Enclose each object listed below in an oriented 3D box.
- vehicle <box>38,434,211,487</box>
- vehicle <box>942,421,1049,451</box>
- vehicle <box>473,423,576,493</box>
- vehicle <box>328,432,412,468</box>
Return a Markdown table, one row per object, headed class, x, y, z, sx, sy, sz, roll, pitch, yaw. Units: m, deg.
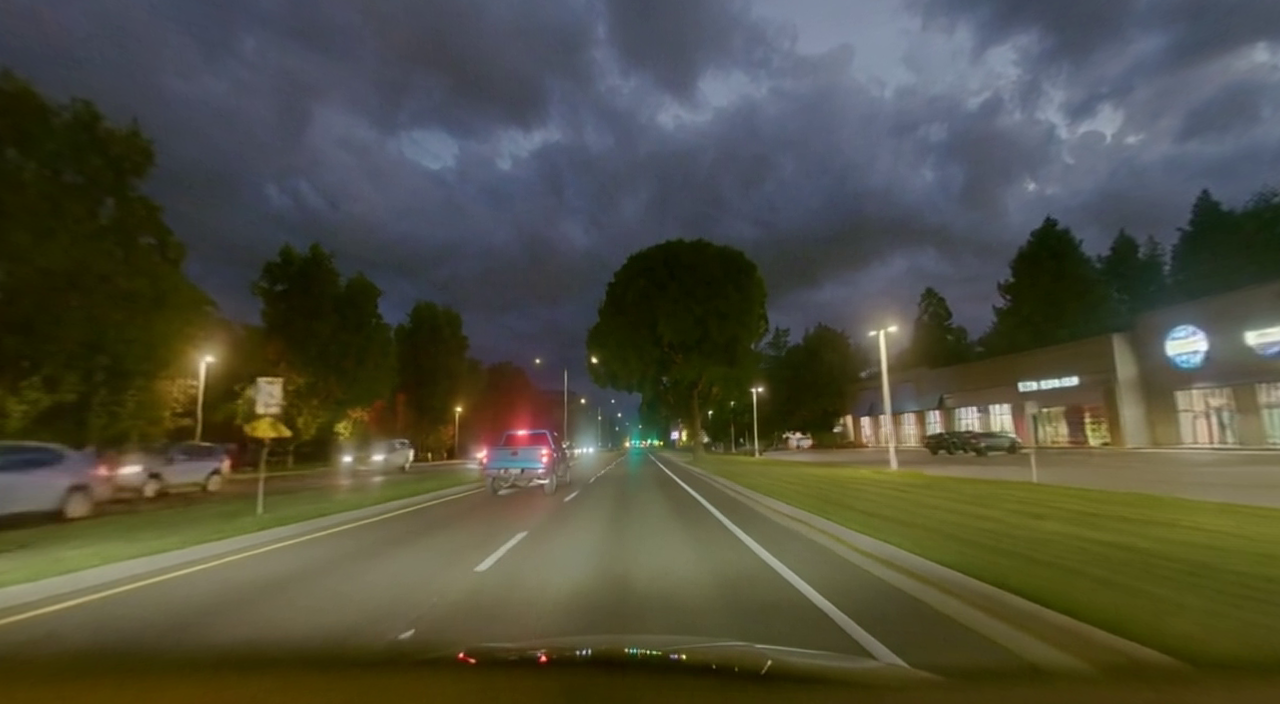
| class | x | y | z | sx | sy | sz | roll | pitch | yaw |
| --- | --- | --- | --- | --- | --- | --- | --- | --- | --- |
| vehicle | -18.141 | 3.810 | 22.569 | 1.986 | 1.664 | 4.980 | 0 | -8 | -1 |
| vehicle | 26.011 | 6.200 | 46.222 | 6.324 | 1.986 | 2.478 | -2 | -9 | 0 |
| vehicle | -3.276 | 3.157 | 19.130 | 2.065 | 1.790 | 5.417 | 0 | -8 | 1 |
| vehicle | -16.026 | 5.867 | 37.819 | 2.226 | 1.947 | 5.670 | 0 | -8 | 4 |
